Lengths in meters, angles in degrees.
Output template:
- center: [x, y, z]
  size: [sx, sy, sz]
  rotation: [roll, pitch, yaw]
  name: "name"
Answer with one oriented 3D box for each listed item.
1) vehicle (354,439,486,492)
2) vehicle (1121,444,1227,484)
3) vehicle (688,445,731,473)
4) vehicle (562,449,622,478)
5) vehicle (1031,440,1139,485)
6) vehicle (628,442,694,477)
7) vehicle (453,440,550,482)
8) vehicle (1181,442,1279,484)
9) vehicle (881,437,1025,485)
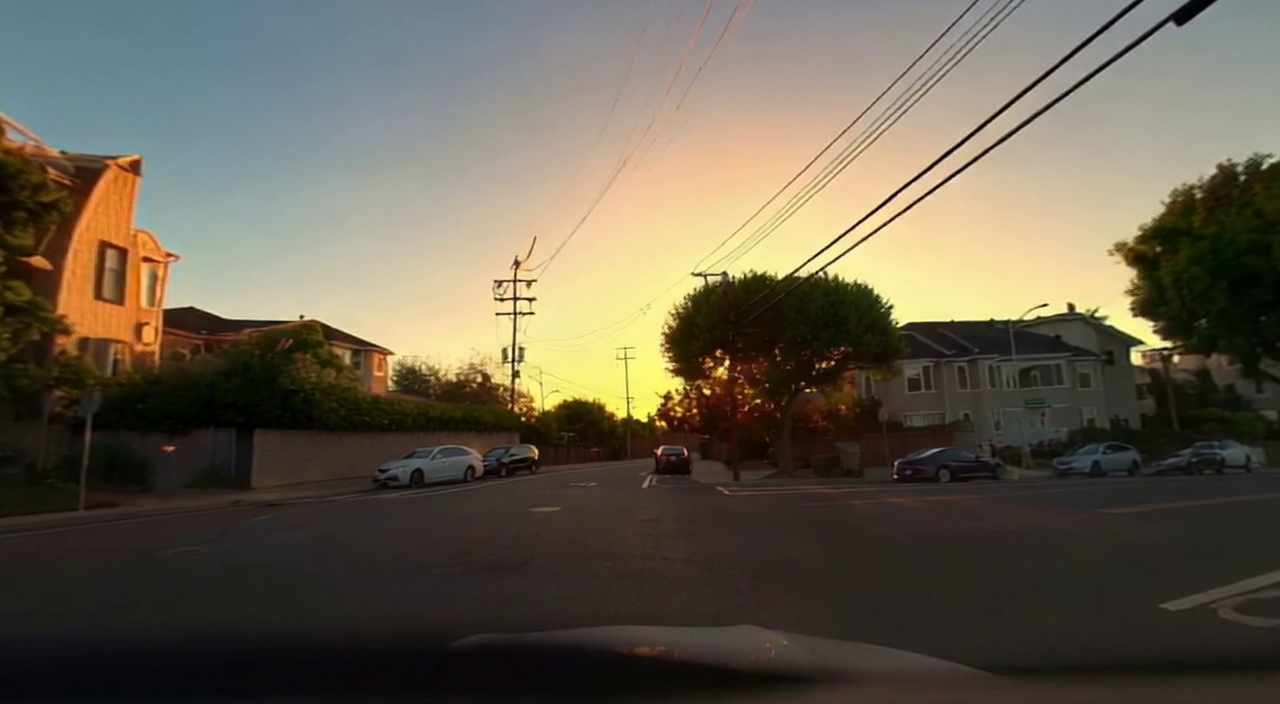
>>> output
- center: [-8.834, 4.594, 26.082]
  size: [2.152, 1.877, 5.701]
  rotation: [-3, -9, 17]
  name: "vehicle"
- center: [27.057, 5.607, 31.951]
  size: [5.499, 1.837, 2.089]
  rotation: [4, -10, -29]
  name: "vehicle"
- center: [4.620, 6.974, 41.366]
  size: [1.989, 1.683, 3.918]
  rotation: [-3, -9, 18]
  name: "vehicle"
- center: [-3.242, 7.691, 43.835]
  size: [2.287, 1.830, 5.343]
  rotation: [-3, -9, 18]
  name: "vehicle"
- center: [19.725, 4.839, 27.979]
  size: [4.414, 1.837, 1.937]
  rotation: [4, -10, -28]
  name: "vehicle"
- center: [1.097, 5.219, 30.892]
  size: [1.981, 1.579, 4.446]
  rotation: [-4, -9, 19]
  name: "vehicle"
- center: [-6.847, 5.484, 32.066]
  size: [2.283, 1.909, 5.692]
  rotation: [-3, -9, 17]
  name: "vehicle"
- center: [32.458, 6.000, 34.612]
  size: [5.738, 2.060, 2.282]
  rotation: [4, -10, -30]
  name: "vehicle"
- center: [11.839, 4.194, 23.891]
  size: [5.197, 1.431, 2.136]
  rotation: [8, -14, -27]
  name: "vehicle"
